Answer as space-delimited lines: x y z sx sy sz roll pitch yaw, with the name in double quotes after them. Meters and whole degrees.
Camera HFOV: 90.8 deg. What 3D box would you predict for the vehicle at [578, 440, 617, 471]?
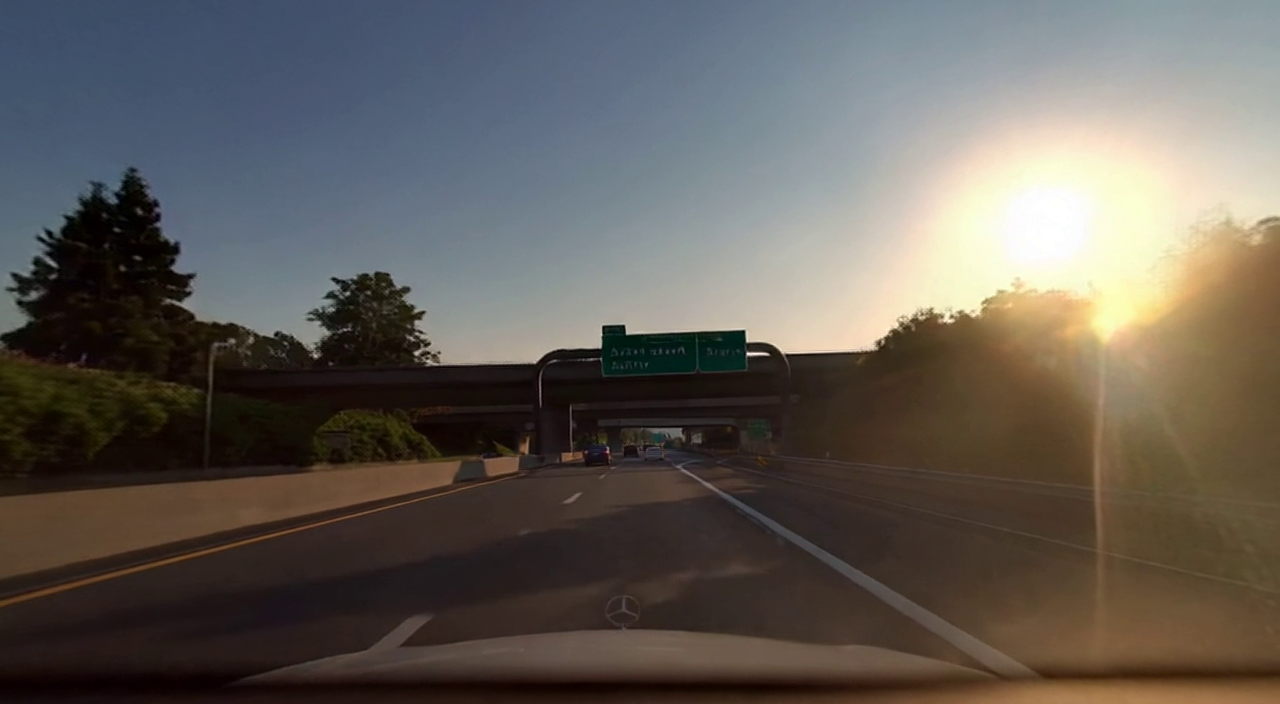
-2.723 6.759 41.363 2.143 1.853 4.123 0 -9 2 "vehicle"
